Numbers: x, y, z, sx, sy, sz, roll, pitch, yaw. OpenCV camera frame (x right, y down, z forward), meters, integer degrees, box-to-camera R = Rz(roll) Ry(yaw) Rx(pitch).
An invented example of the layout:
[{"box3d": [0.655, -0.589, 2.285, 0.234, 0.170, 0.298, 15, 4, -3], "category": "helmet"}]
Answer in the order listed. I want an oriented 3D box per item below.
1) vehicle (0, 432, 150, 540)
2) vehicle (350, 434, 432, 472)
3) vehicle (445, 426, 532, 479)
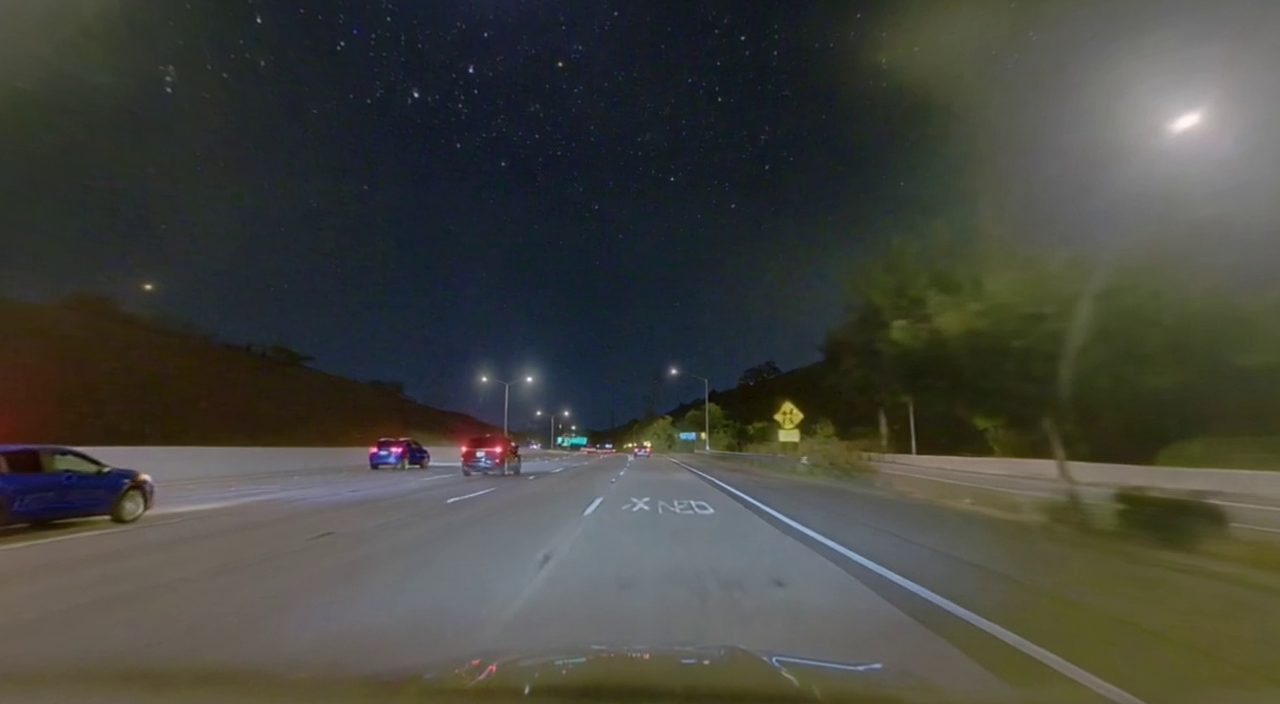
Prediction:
[{"box3d": [-9.994, 1.898, 8.956, 1.984, 1.508, 4.935, 0, -9, 1], "category": "vehicle"}, {"box3d": [-12.781, 5.234, 32.710, 2.079, 1.822, 4.893, 0, -9, 2], "category": "vehicle"}, {"box3d": [-6.058, 4.121, 25.918, 2.219, 1.947, 4.924, 0, -9, 2], "category": "vehicle"}]
